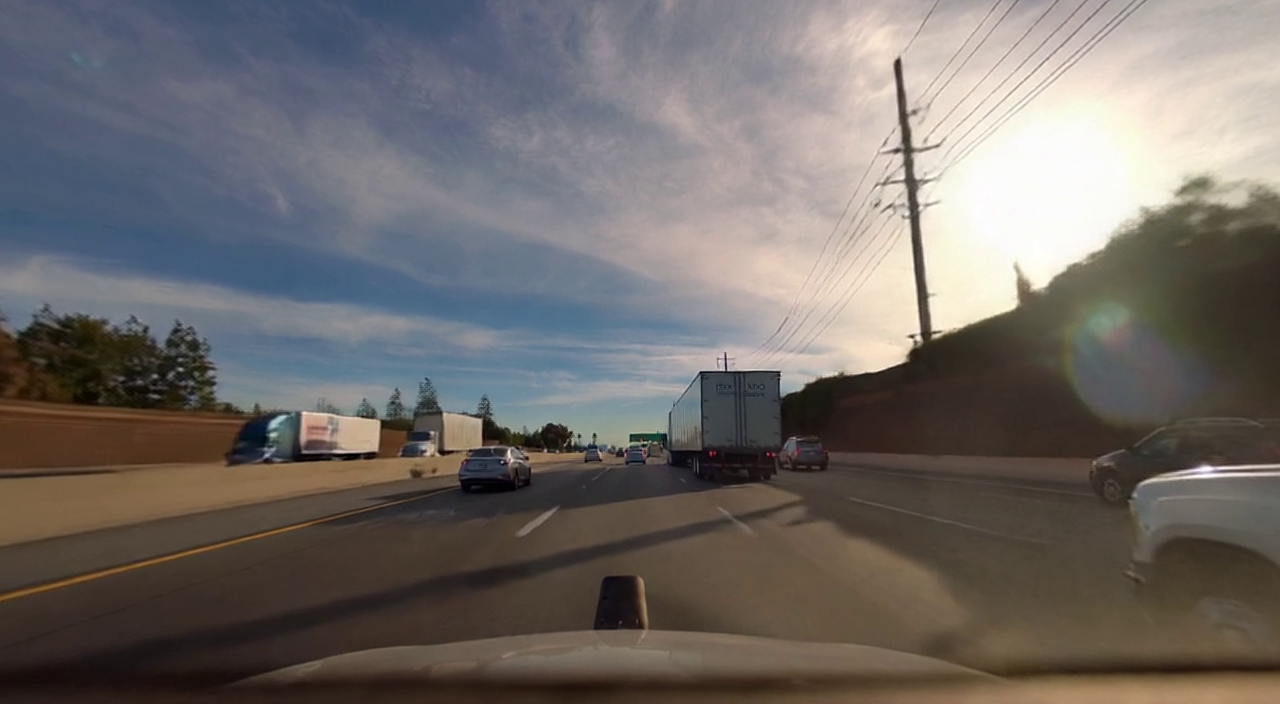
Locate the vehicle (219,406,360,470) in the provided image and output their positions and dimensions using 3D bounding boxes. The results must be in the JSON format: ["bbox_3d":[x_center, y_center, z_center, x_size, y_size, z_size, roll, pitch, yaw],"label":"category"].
[{"bbox_3d":[-22.207,5.655,40.948,2.938,3.573,10.673,0,-8,0],"label":"vehicle"}]

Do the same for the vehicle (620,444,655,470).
[{"bbox_3d":[-0.120,6.539,39.459,2.047,1.485,3.938,0,-8,1],"label":"vehicle"}]

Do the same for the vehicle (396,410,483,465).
[{"bbox_3d":[-14.854,6.525,47.762,3.017,3.713,10.643,0,-8,0],"label":"vehicle"}]

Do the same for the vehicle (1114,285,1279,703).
[{"bbox_3d":[3.285,0.441,0.333,2.132,1.869,4.978,0,-8,0],"label":"vehicle"}]

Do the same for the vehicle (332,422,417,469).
[{"bbox_3d":[-18.566,6.610,44.590,2.762,3.012,7.272,0,-8,0],"label":"vehicle"}]

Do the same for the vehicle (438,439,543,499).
[{"bbox_3d":[-4.088,3.243,17.907,1.968,1.507,3.829,0,-8,1],"label":"vehicle"}]

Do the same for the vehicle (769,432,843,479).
[{"bbox_3d":[7.411,4.662,28.600,2.079,1.938,4.630,0,-8,0],"label":"vehicle"}]

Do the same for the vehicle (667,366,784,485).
[{"bbox_3d":[3.261,3.722,29.797,2.907,4.109,16.177,0,-9,-1],"label":"vehicle"}]
